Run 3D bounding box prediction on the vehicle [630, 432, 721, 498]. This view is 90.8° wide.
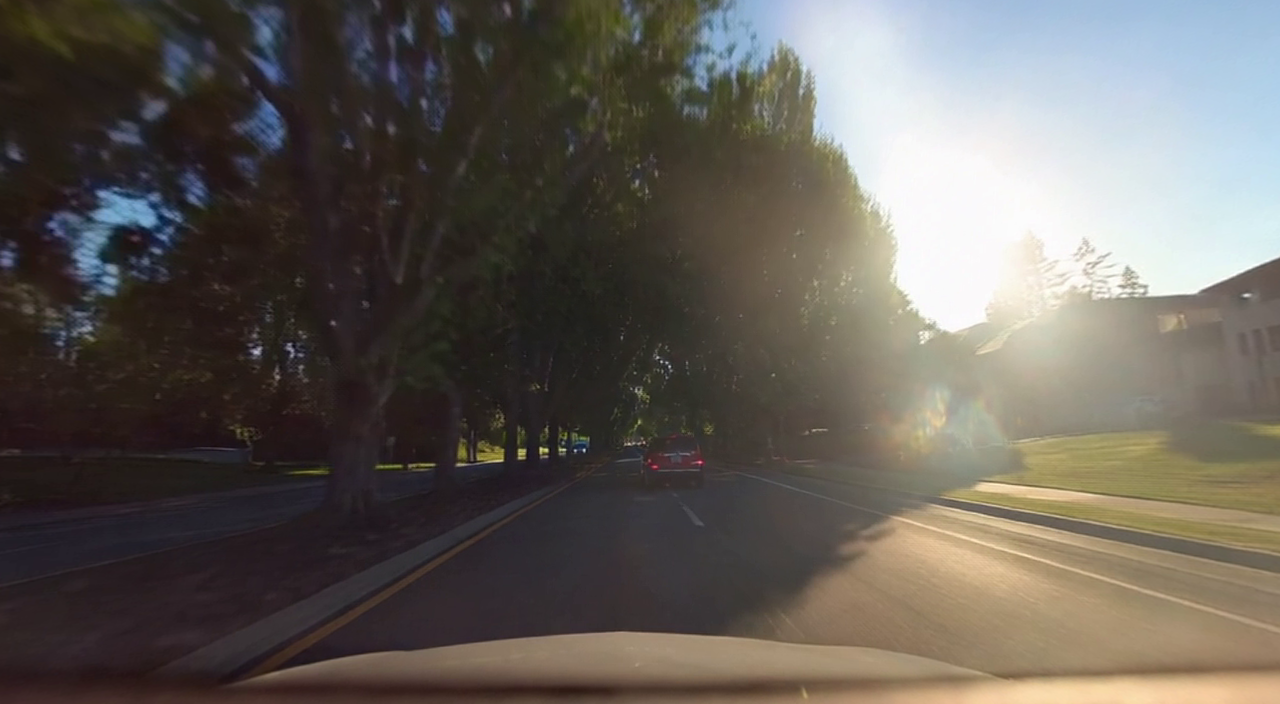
[{"bbox_3d":[0.847,3.139,17.994,2.066,1.603,4.475,0,-8,-4],"label":"vehicle"}]
